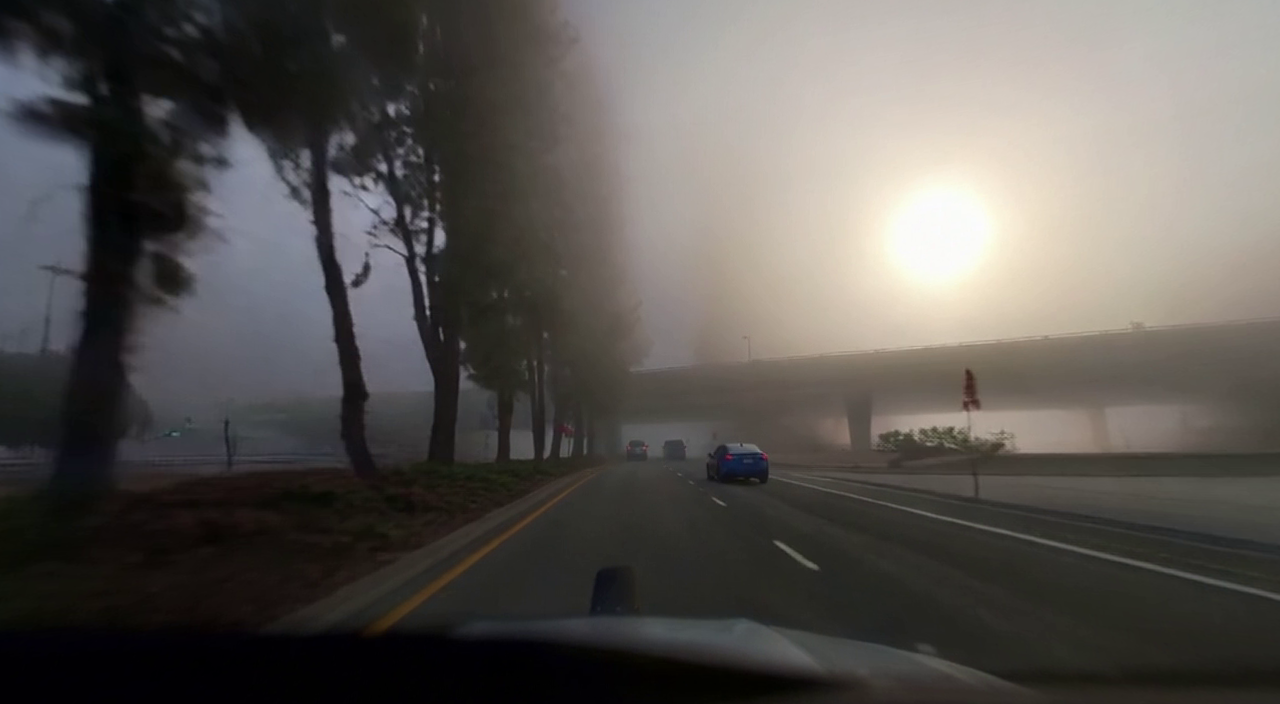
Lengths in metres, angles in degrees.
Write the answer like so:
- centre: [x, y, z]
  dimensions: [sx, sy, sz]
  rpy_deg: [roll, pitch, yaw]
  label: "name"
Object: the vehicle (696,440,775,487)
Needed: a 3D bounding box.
- centre: [3.283, 3.932, 22.678]
  dimensions: [2.062, 1.484, 4.332]
  rpy_deg: [0, -8, -1]
  label: "vehicle"
